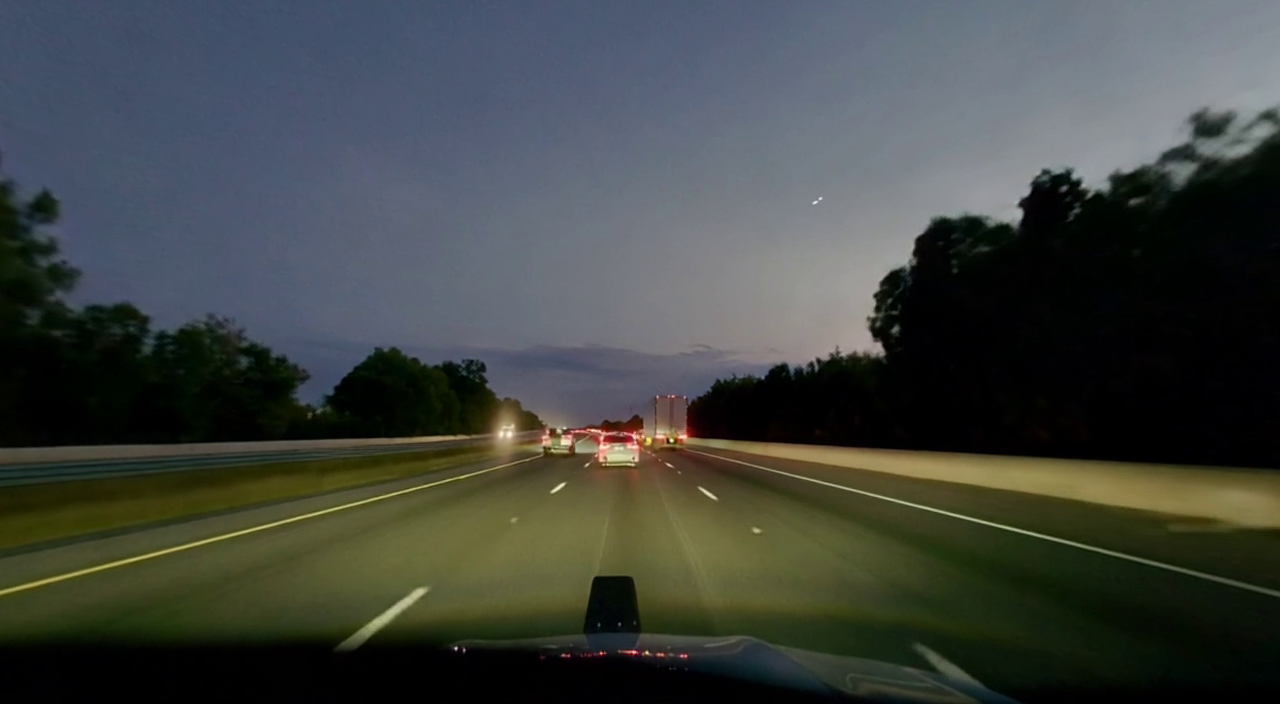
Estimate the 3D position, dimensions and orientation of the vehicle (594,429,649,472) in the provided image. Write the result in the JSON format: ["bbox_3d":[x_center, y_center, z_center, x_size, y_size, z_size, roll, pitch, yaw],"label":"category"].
[{"bbox_3d":[-0.733,3.904,25.174,2.048,1.563,4.087,0,-8,-1],"label":"vehicle"}]

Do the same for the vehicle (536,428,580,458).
[{"bbox_3d":[-5.066,5.731,39.600,2.234,1.773,5.134,0,-8,-1],"label":"vehicle"}]
